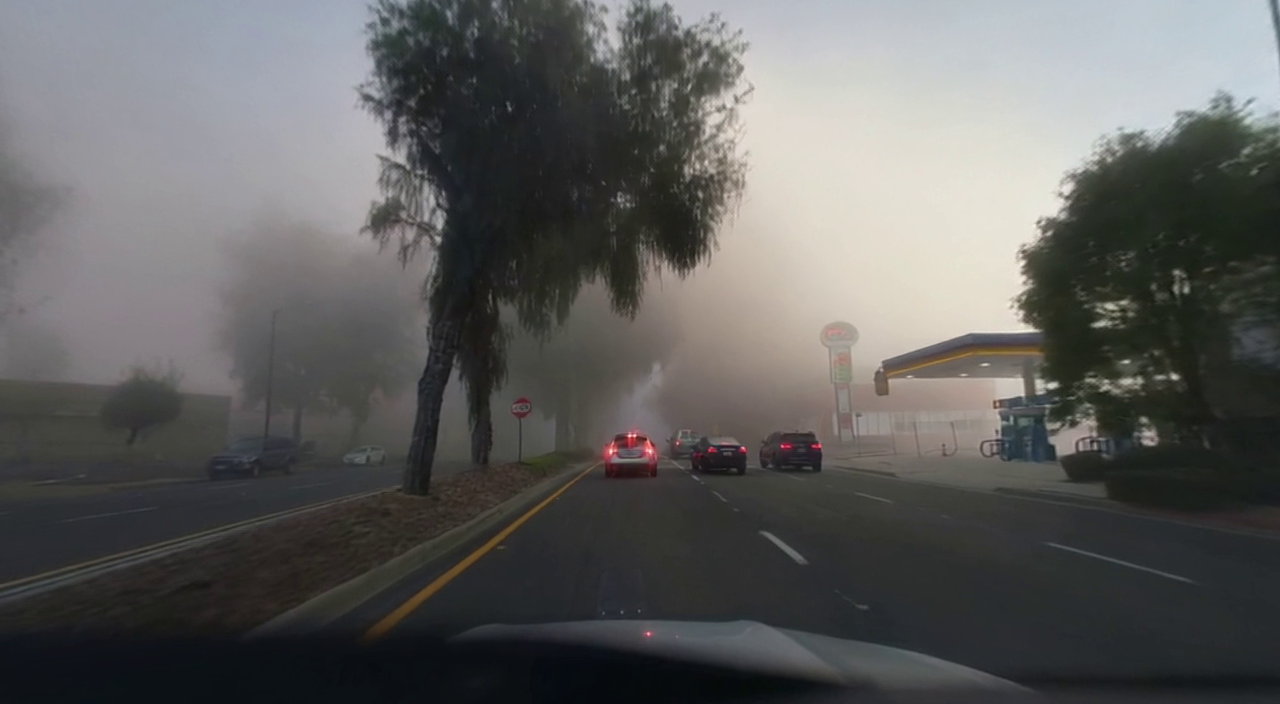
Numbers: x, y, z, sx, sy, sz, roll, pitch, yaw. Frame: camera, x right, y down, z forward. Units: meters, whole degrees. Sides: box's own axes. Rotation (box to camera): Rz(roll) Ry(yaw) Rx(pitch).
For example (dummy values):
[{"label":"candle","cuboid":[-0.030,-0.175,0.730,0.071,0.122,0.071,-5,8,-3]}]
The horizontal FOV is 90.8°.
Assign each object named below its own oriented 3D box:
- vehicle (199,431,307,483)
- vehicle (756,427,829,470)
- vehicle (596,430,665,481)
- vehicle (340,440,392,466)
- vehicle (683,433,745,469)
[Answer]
[{"label":"vehicle","cuboid":[-19.083,5.116,31.510,2.222,2.141,5.390,-1,-6,-3]},{"label":"vehicle","cuboid":[6.803,4.376,28.746,2.117,1.757,4.969,0,-8,0]},{"label":"vehicle","cuboid":[-0.268,3.351,20.681,2.052,1.488,3.779,0,-8,1]},{"label":"vehicle","cuboid":[-19.469,7.162,45.029,1.903,1.706,3.994,0,-8,0]},{"label":"vehicle","cuboid":[3.214,4.415,28.455,2.124,1.476,4.730,0,-8,-1]}]
